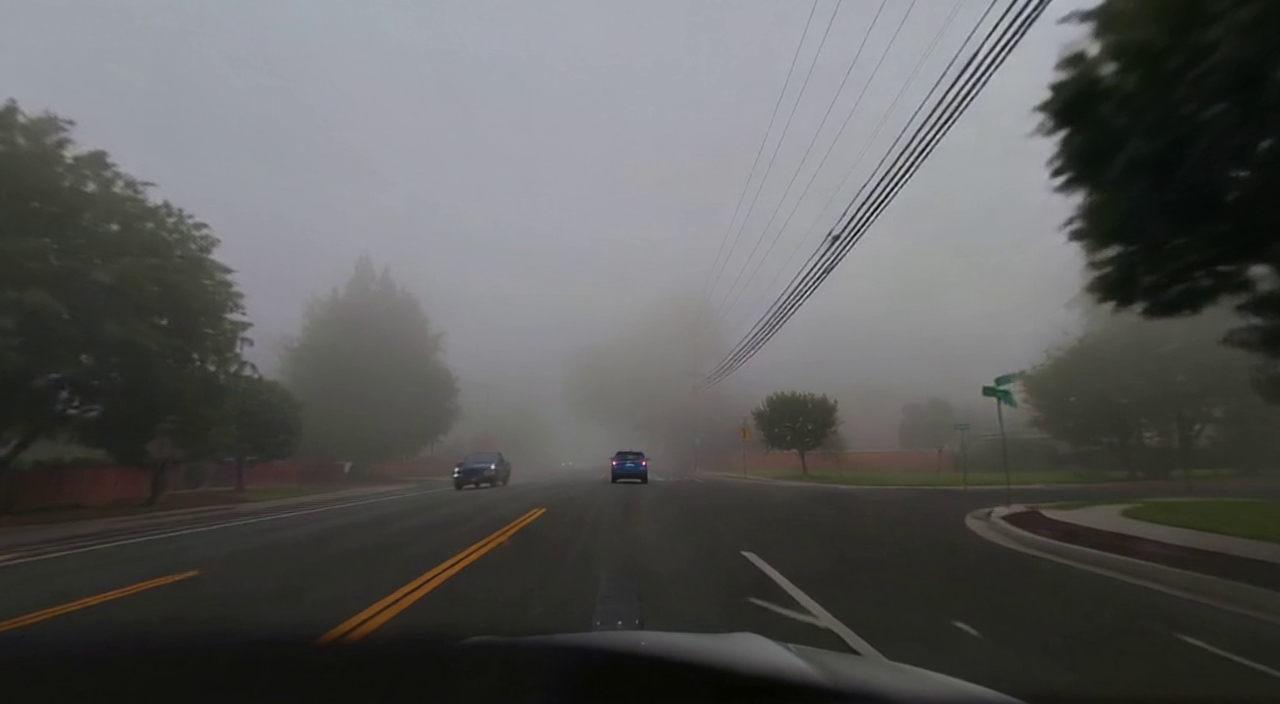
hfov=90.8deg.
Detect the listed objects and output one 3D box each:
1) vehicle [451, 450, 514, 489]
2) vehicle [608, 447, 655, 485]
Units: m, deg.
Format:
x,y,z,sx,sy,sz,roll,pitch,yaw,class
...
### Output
x,y,z,sx,sy,sz,roll,pitch,yaw,class
-7.532,5.627,30.662,2.046,1.730,4.310,0,-8,-2,vehicle
-0.476,5.523,30.974,2.139,1.699,3.916,0,-8,-2,vehicle
